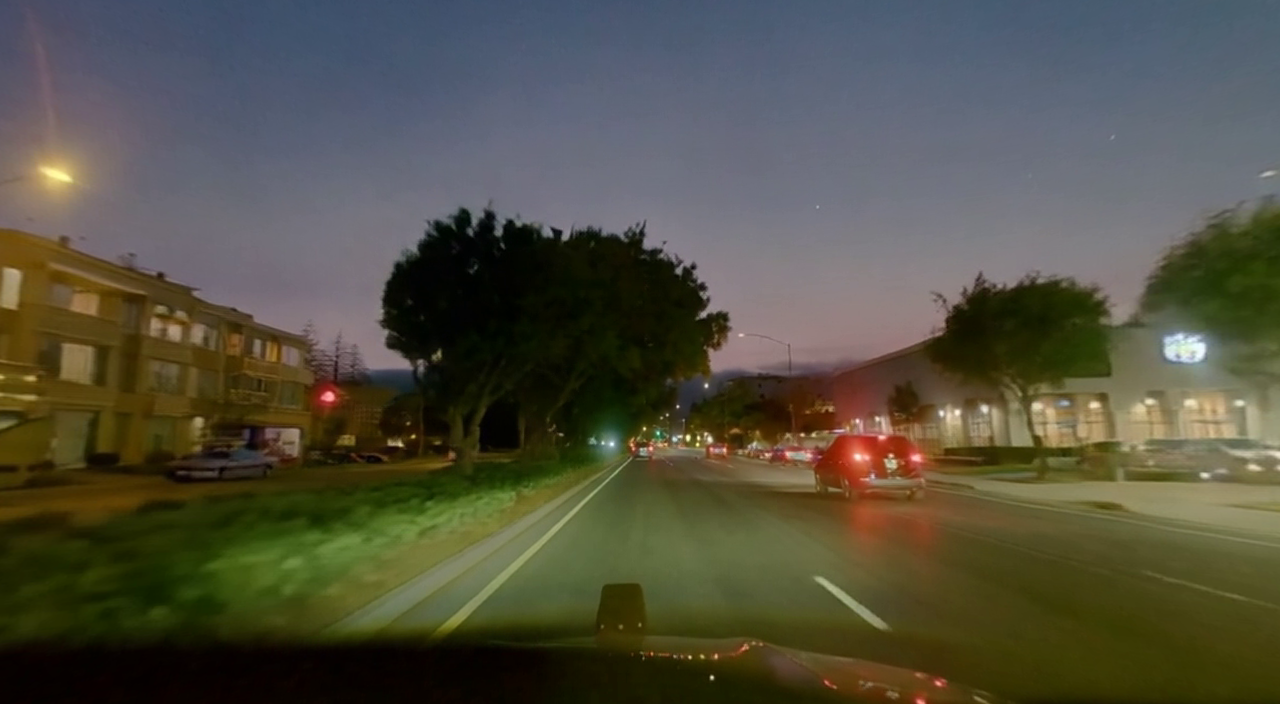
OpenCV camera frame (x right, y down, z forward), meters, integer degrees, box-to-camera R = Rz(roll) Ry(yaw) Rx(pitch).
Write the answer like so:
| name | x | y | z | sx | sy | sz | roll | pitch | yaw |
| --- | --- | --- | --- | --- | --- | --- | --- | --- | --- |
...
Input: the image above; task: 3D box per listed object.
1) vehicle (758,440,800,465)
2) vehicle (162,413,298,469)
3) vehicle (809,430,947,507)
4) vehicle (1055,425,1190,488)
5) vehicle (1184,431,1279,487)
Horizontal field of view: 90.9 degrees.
| name | x | y | z | sx | sy | sz | roll | pitch | yaw |
| --- | --- | --- | --- | --- | --- | --- | --- | --- | --- |
| vehicle | 10.783 | 7.822 | 49.223 | 2.096 | 1.780 | 5.128 | 0 | -9 | 0 |
| vehicle | -25.860 | 5.640 | 39.996 | 6.540 | 3.375 | 2.751 | 0 | -9 | 0 |
| vehicle | 5.767 | 2.854 | 15.874 | 2.072 | 1.669 | 3.836 | -1 | -9 | 2 |
| vehicle | 17.182 | 3.635 | 22.354 | 5.554 | 1.937 | 2.486 | 7 | -11 | -40 |
| vehicle | 20.641 | 3.647 | 21.740 | 4.366 | 1.718 | 2.171 | 7 | -11 | -42 |
